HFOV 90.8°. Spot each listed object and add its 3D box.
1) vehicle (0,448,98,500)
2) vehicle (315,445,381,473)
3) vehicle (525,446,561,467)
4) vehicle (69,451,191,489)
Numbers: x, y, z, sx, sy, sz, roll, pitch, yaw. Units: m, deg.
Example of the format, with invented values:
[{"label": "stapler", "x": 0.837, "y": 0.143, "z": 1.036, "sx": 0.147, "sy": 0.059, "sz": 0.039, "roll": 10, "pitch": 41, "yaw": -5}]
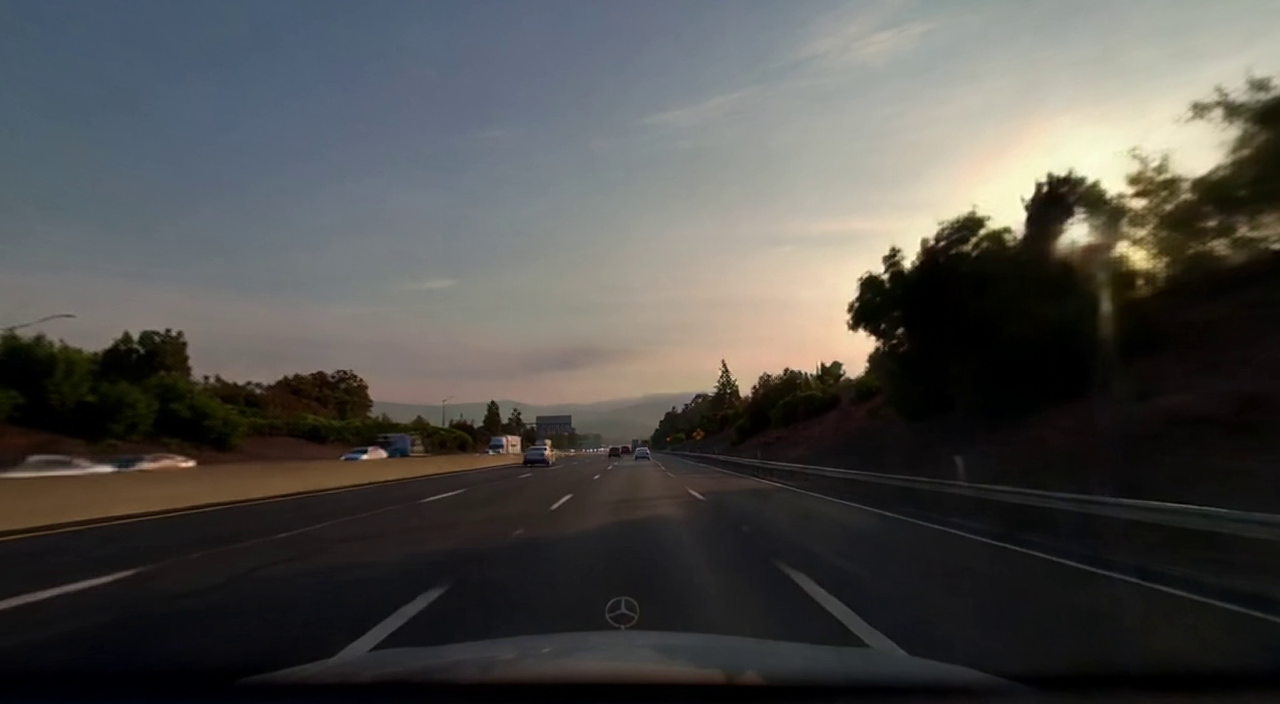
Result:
[{"label": "vehicle", "x": -19.070, "y": 3.653, "z": 19.034, "sx": 1.780, "sy": 1.466, "sz": 3.993, "roll": 0, "pitch": -9, "yaw": 1}, {"label": "vehicle", "x": -19.302, "y": 7.092, "z": 42.027, "sx": 1.959, "sy": 1.678, "sz": 5.042, "roll": 0, "pitch": -9, "yaw": 0}, {"label": "vehicle", "x": -7.265, "y": 7.937, "z": 47.856, "sx": 1.973, "sy": 1.494, "sz": 4.419, "roll": 0, "pitch": -9, "yaw": 1}, {"label": "vehicle", "x": -22.834, "y": 5.271, "z": 28.502, "sx": 1.872, "sy": 1.519, "sz": 4.325, "roll": 0, "pitch": -9, "yaw": 0}]
